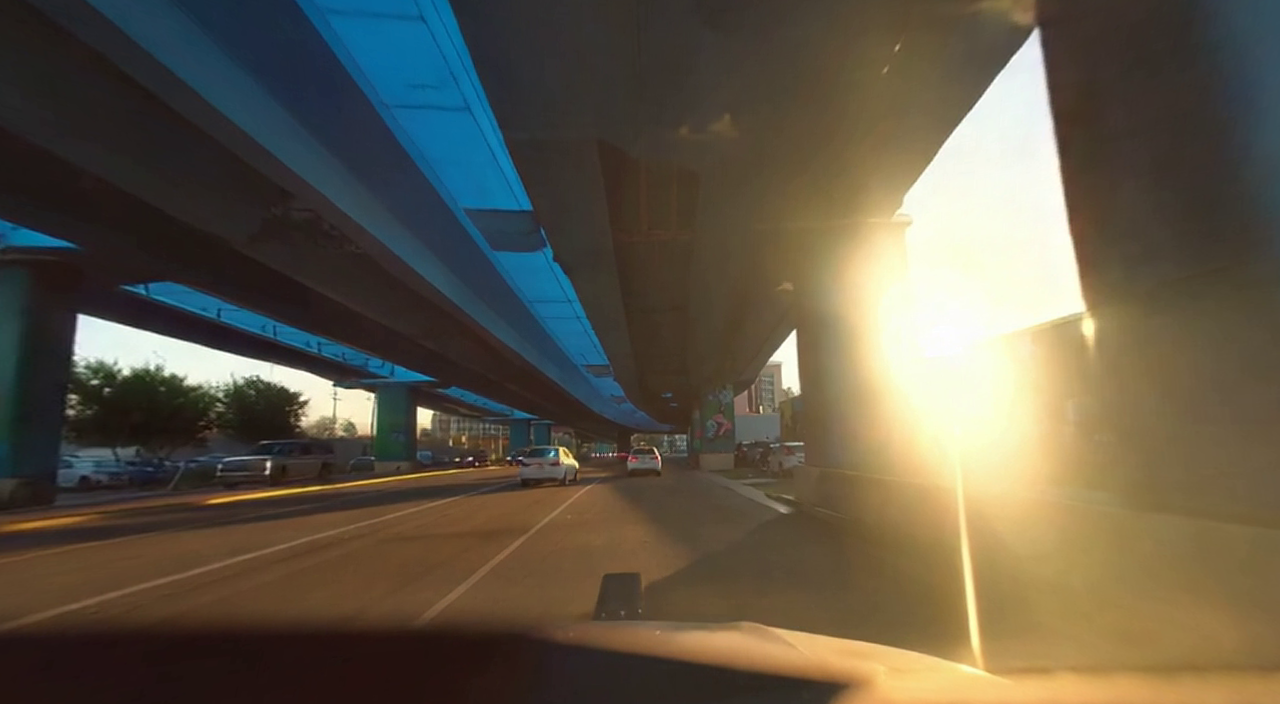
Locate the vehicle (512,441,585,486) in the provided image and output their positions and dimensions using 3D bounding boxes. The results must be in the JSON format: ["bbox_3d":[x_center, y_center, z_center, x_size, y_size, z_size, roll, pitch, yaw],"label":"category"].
[{"bbox_3d":[-3.388,4.240,24.335,2.024,1.533,4.549,-1,-9,2],"label":"vehicle"}]

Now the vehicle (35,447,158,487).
[{"bbox_3d":[-28.459,6.011,33.346,2.174,1.824,4.764,1,-8,0],"label":"vehicle"}]

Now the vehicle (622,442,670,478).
[{"bbox_3d":[0.284,5.125,30.278,2.155,1.571,3.734,-1,-9,1],"label":"vehicle"}]

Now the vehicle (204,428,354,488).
[{"bbox_3d":[-17.602,5.245,31.535,3.082,2.608,6.994,-1,-9,3],"label":"vehicle"}]

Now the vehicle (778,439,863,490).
[{"bbox_3d":[6.275,3.945,22.444,2.023,1.627,3.971,0,-9,3],"label":"vehicle"}]

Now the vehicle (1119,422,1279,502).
[{"bbox_3d":[13.518,2.453,14.277,1.885,1.534,4.690,0,-9,3],"label":"vehicle"}]
